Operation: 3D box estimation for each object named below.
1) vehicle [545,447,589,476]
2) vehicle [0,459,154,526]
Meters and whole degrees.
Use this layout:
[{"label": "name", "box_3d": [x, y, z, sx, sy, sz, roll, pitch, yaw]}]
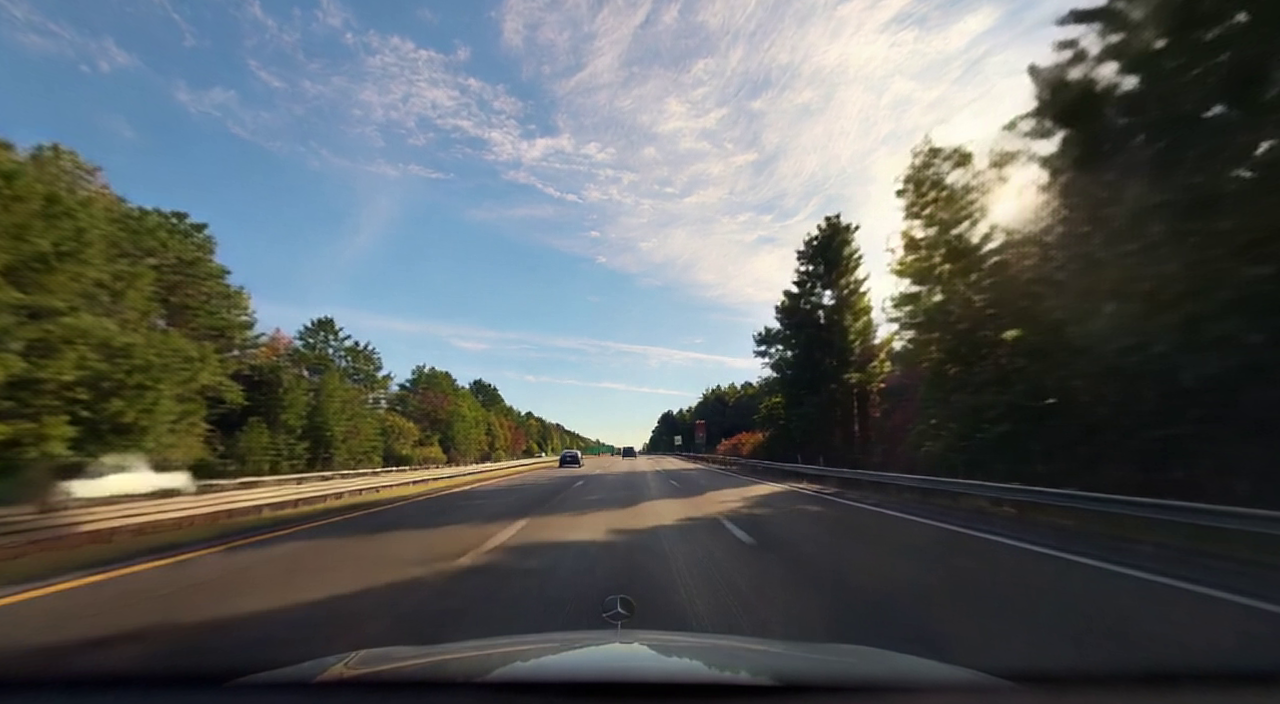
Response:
[{"label": "vehicle", "box_3d": [-4.027, 6.079, 35.222, 1.970, 1.492, 3.944, 0, -9, 0]}, {"label": "vehicle", "box_3d": [-15.965, 3.728, 17.199, 1.884, 1.518, 4.311, 0, -9, 0]}]
